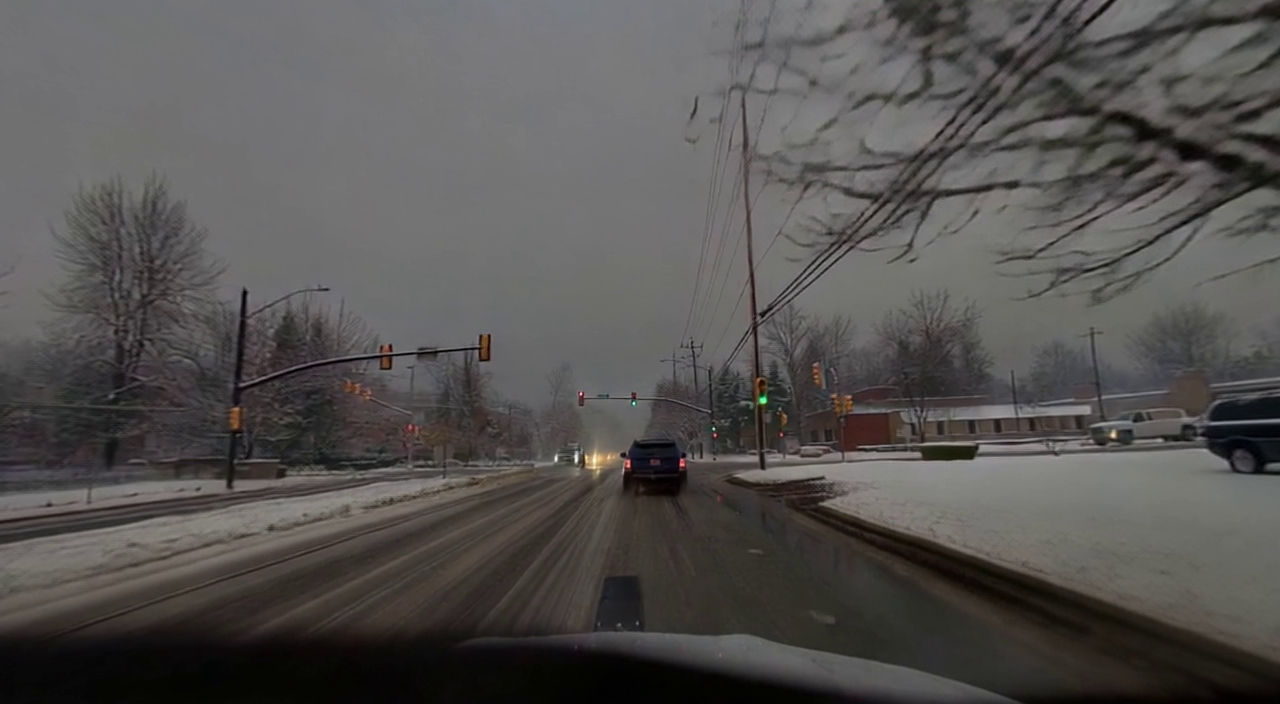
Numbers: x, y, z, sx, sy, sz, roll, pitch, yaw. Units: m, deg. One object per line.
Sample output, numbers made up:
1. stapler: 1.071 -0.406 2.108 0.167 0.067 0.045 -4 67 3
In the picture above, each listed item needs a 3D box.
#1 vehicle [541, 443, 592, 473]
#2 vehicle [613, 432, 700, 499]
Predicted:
1. vehicle: -3.792 5.572 33.353 2.153 1.474 4.284 0 -8 1
2. vehicle: 0.403 3.111 17.681 2.156 1.636 3.923 0 -8 0
